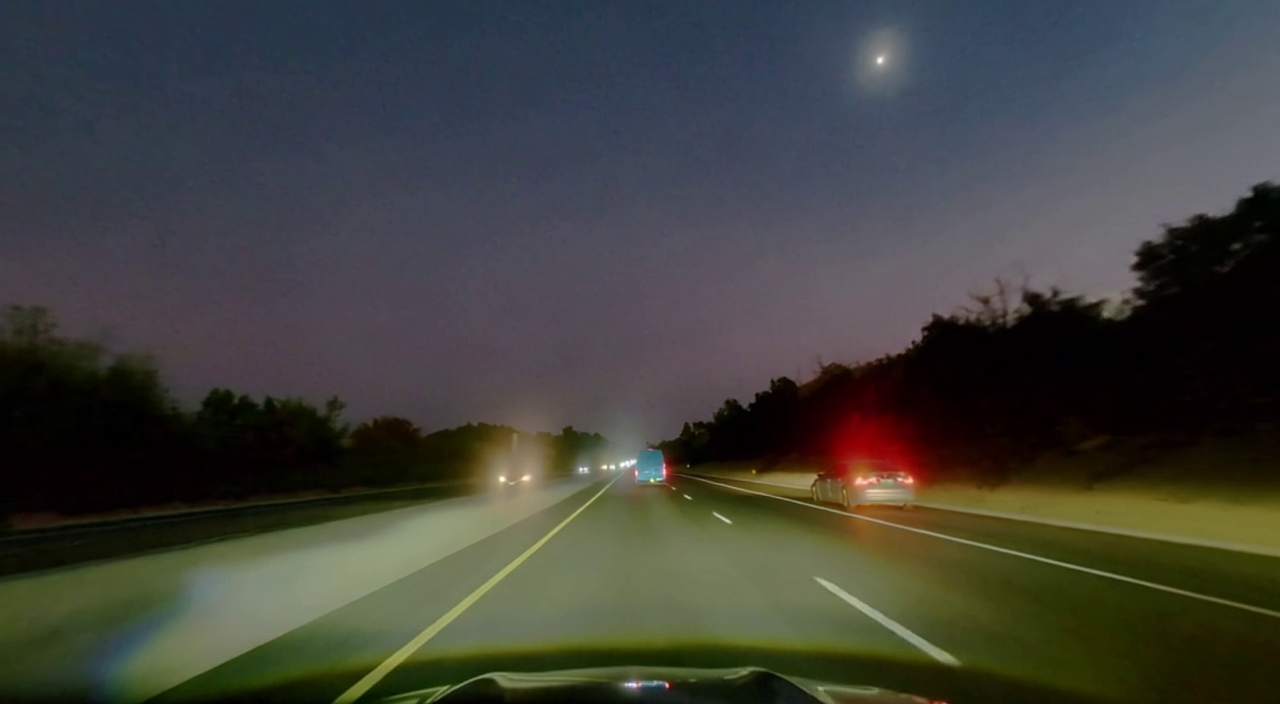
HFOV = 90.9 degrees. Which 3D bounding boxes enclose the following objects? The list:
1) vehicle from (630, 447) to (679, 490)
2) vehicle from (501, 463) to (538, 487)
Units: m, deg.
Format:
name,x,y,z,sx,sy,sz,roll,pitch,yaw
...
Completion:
name,x,y,z,sx,sy,sz,roll,pitch,yaw
vehicle,0.745,6.454,34.944,2.429,2.167,4.558,1,-10,-2
vehicle,-8.466,8.708,44.614,1.856,1.540,3.882,1,-10,0
